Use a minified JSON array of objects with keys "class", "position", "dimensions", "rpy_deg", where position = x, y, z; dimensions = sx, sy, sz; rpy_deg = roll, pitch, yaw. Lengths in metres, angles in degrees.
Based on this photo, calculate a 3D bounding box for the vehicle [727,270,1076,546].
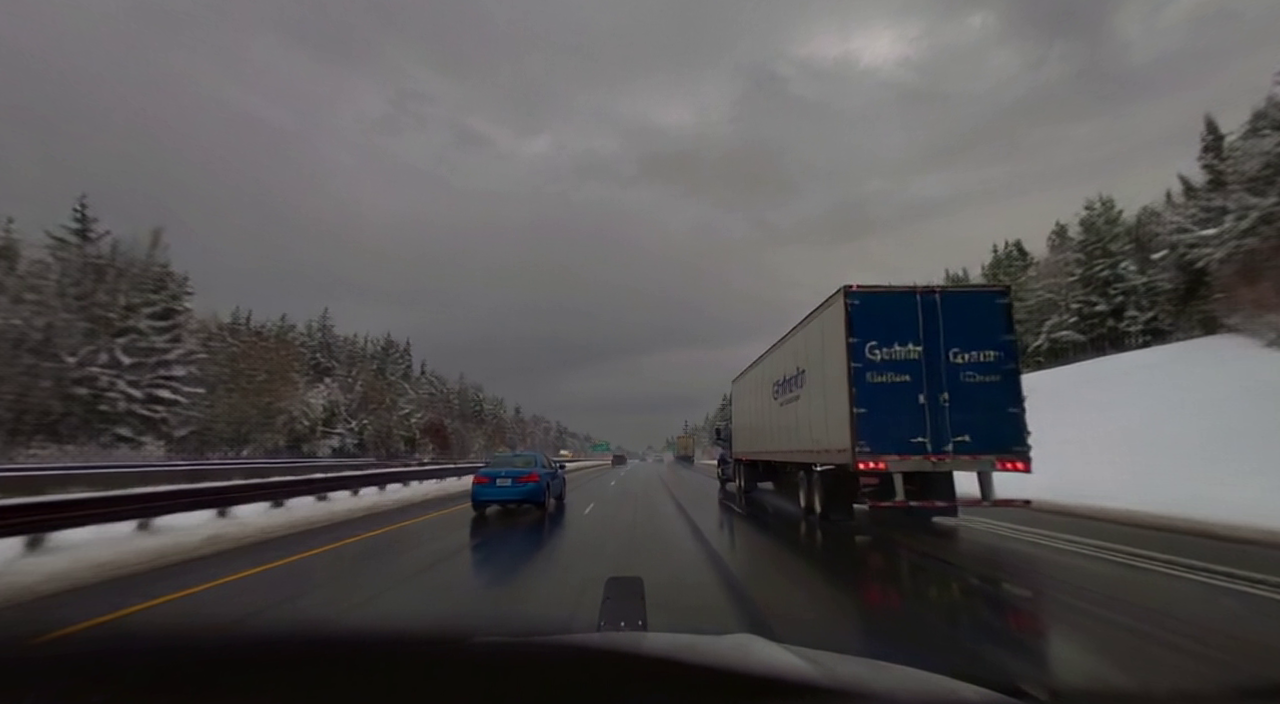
[{"class":"vehicle","position":[4.612,1.801,15.838],"dimensions":[2.858,3.952,13.731],"rpy_deg":[0,-9,0]}]

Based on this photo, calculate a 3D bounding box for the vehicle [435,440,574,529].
[{"class":"vehicle","position":[-2.654,2.718,13.509],"dimensions":[1.960,1.579,4.384],"rpy_deg":[0,-9,0]}]
